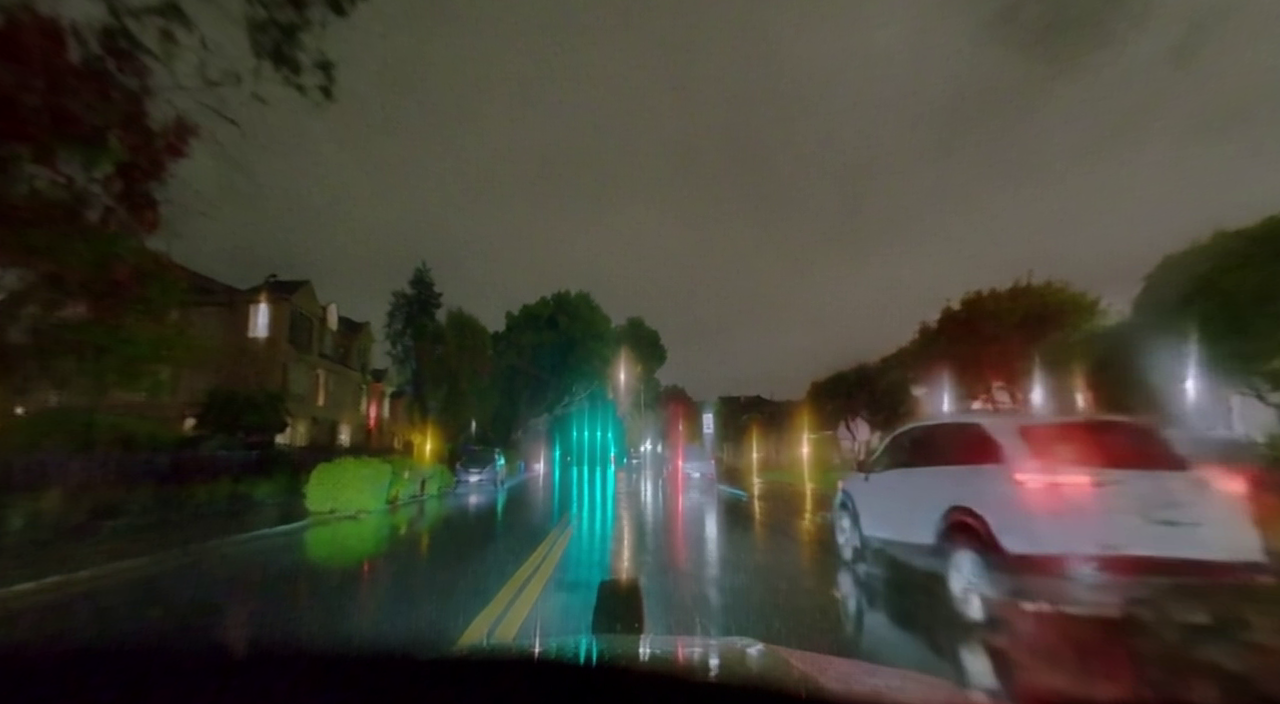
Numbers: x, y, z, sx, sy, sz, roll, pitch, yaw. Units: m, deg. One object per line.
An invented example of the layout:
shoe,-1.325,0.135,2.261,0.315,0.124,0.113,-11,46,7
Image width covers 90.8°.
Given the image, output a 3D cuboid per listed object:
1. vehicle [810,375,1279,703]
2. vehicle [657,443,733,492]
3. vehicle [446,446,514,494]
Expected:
vehicle,3.330,1.336,5.848,1.990,1.753,4.783,0,-8,-2
vehicle,2.116,4.613,25.665,2.163,1.742,4.239,1,-8,-8
vehicle,-6.664,4.915,26.754,2.051,1.575,4.581,-2,-7,-5
